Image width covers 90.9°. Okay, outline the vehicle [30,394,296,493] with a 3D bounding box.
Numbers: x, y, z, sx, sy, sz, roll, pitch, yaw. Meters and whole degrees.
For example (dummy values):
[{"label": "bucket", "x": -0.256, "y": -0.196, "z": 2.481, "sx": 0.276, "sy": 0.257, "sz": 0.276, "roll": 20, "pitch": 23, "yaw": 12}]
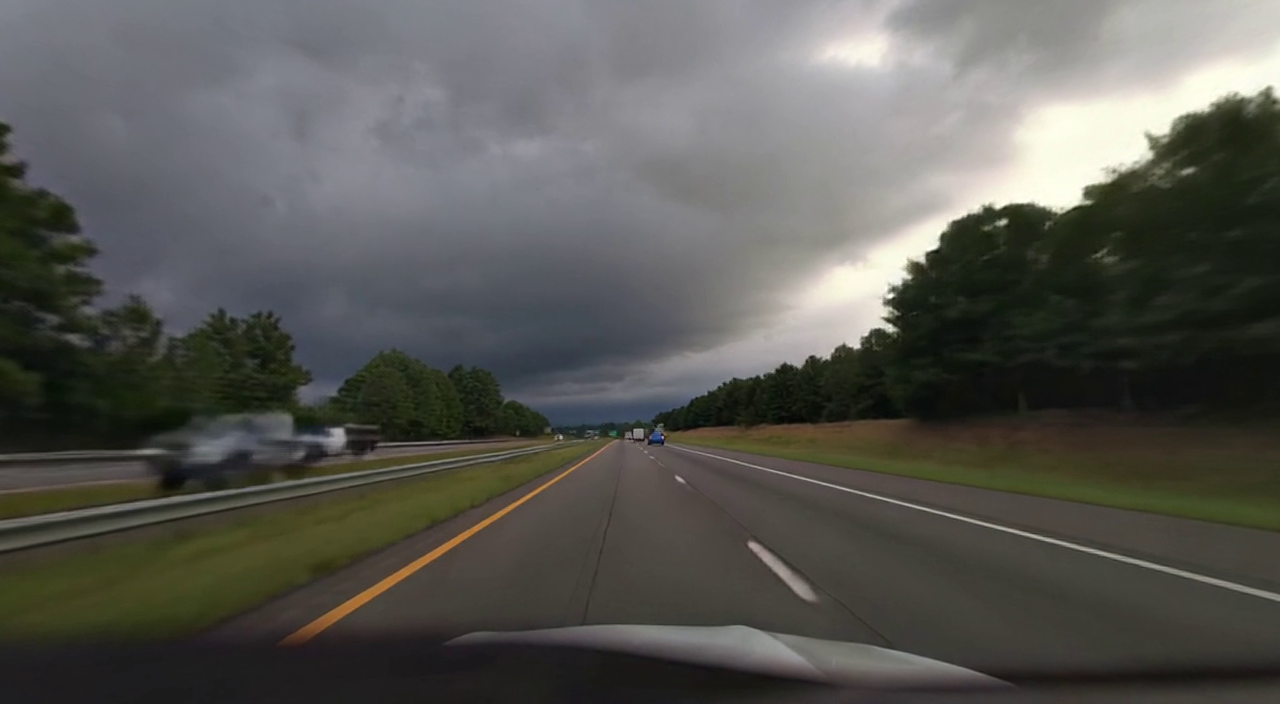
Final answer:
[{"label": "vehicle", "x": -8.784, "y": 1.739, "z": 12.208, "sx": 1.925, "sy": 1.581, "sz": 4.138, "roll": 0, "pitch": -8, "yaw": -1}]
